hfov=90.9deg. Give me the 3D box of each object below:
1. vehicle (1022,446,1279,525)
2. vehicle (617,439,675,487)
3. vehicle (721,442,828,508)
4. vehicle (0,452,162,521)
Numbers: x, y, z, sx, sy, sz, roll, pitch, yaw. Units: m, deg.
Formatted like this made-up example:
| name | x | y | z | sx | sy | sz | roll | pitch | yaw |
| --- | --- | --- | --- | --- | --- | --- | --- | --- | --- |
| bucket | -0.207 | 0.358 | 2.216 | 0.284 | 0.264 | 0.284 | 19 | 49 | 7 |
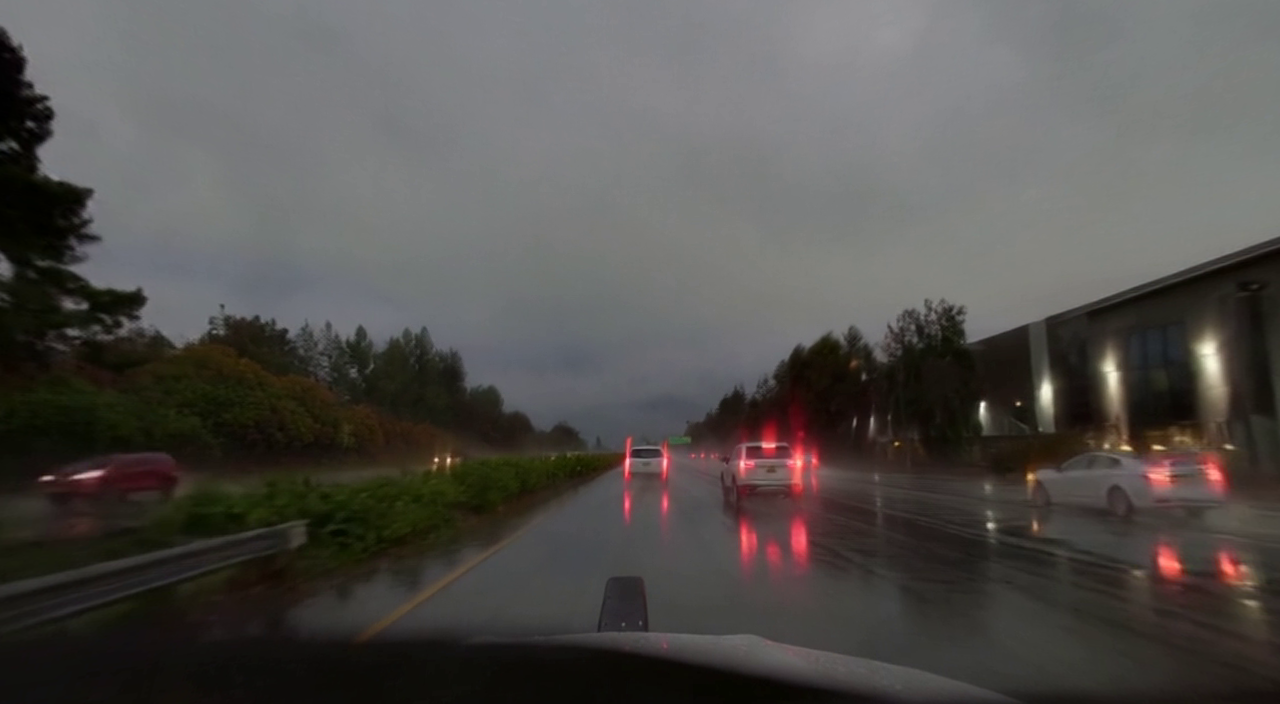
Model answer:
| name | x | y | z | sx | sy | sz | roll | pitch | yaw |
| --- | --- | --- | --- | --- | --- | --- | --- | --- | --- |
| vehicle | 10.984 | 2.843 | 14.131 | 2.027 | 1.446 | 4.470 | 0 | -8 | 0 |
| vehicle | 0.256 | 4.757 | 27.367 | 2.290 | 1.862 | 4.454 | 0 | -8 | 1 |
| vehicle | 3.562 | 3.315 | 17.523 | 2.042 | 1.592 | 4.047 | 0 | -8 | -1 |
| vehicle | -17.885 | 4.000 | 19.490 | 2.003 | 1.754 | 5.307 | 0 | -8 | 1 |
